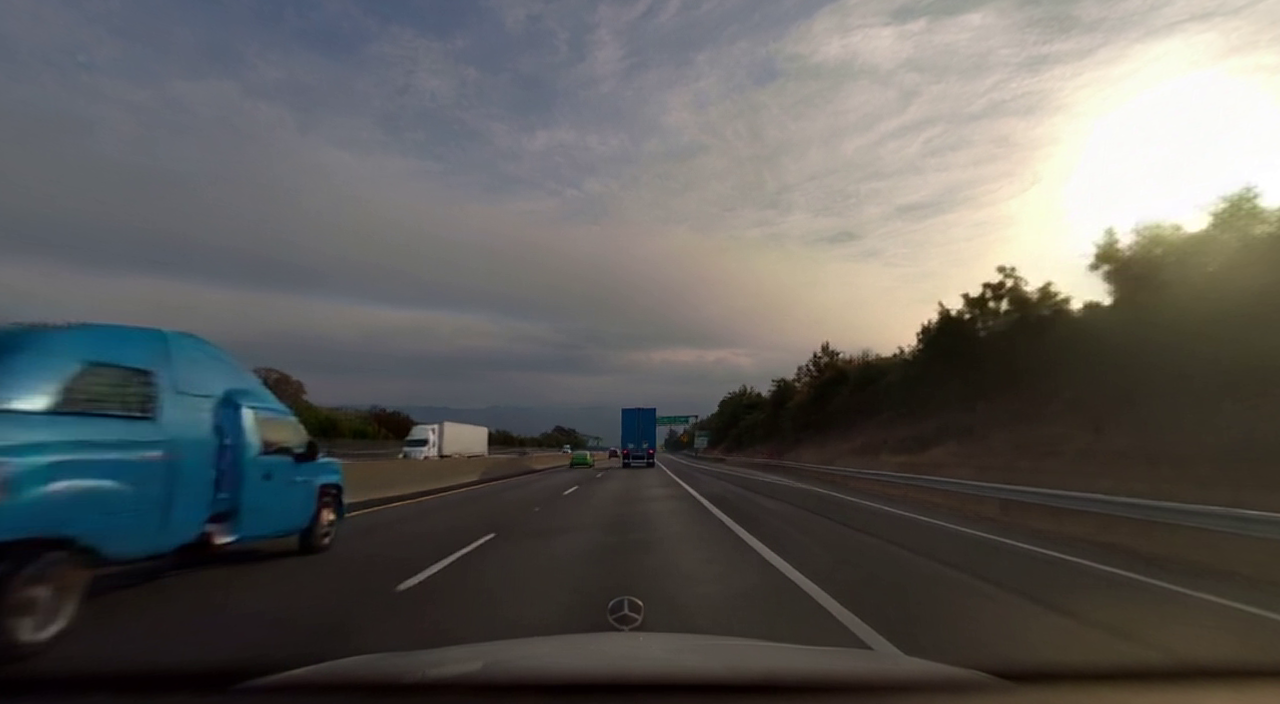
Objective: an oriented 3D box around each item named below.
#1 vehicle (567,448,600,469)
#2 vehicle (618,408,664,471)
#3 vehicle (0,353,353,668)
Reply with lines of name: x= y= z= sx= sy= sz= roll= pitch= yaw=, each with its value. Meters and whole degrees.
vehicle: x=-4.227 y=8.080 z=47.992 sx=2.051 sy=1.538 sz=4.569 roll=0 pitch=-9 yaw=1
vehicle: x=0.135 y=6.374 z=45.352 sx=2.899 sy=3.966 sz=10.053 roll=0 pitch=-9 yaw=1
vehicle: x=-4.767 y=1.247 z=5.817 sx=2.042 sy=1.815 sz=4.639 roll=0 pitch=-9 yaw=0
